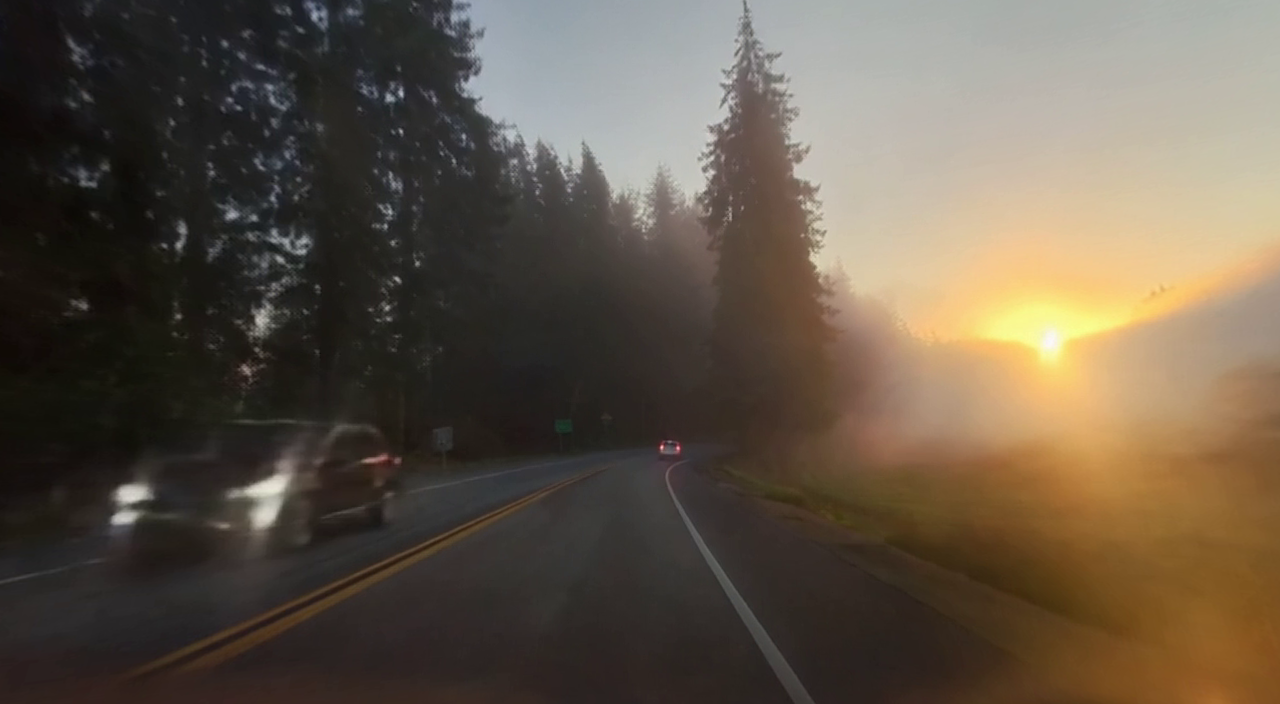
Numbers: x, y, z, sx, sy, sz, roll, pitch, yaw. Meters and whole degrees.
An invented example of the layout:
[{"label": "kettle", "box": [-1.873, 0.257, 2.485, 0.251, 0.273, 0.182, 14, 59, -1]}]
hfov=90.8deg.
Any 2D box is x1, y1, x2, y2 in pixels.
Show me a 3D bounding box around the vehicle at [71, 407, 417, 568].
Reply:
[{"label": "vehicle", "box": [-5.063, 1.792, 9.029, 2.140, 1.727, 4.202, 0, -9, 1]}]
